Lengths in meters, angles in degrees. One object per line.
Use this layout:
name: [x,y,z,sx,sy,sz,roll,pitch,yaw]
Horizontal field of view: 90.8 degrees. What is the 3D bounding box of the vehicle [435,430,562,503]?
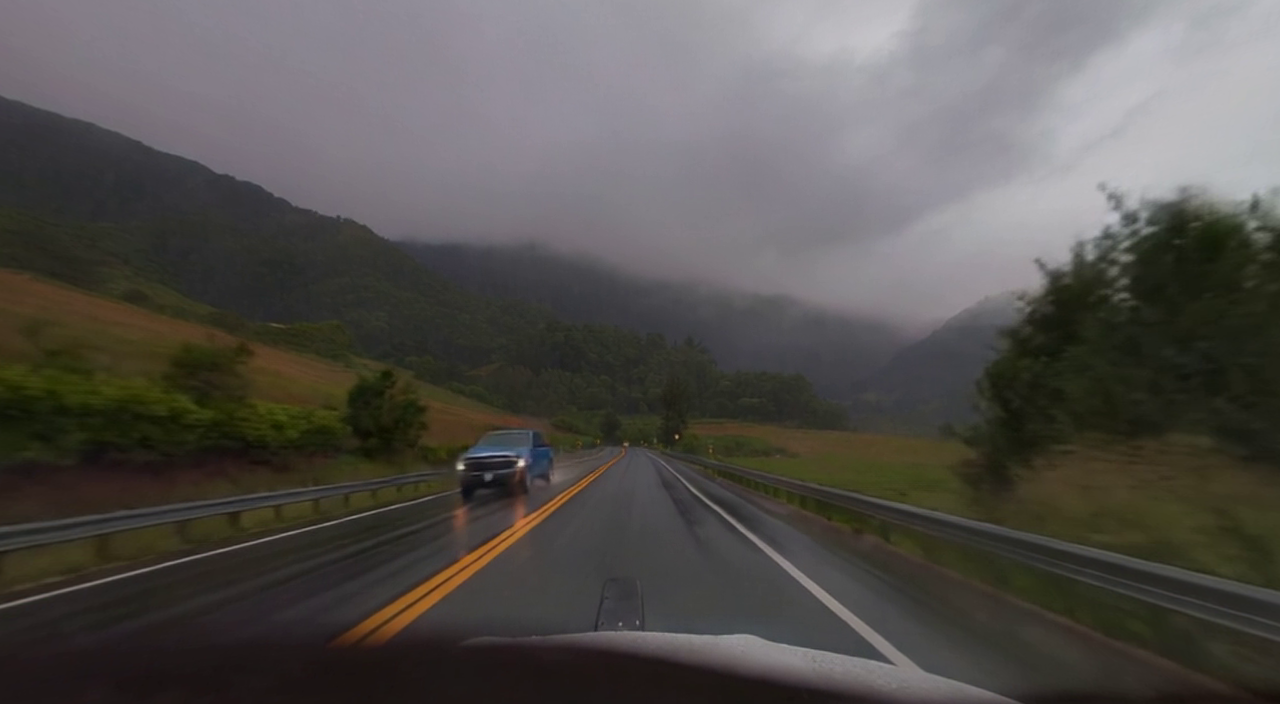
vehicle: [-3.795,3.191,18.082,2.415,1.750,4.927,-1,-8,1]
